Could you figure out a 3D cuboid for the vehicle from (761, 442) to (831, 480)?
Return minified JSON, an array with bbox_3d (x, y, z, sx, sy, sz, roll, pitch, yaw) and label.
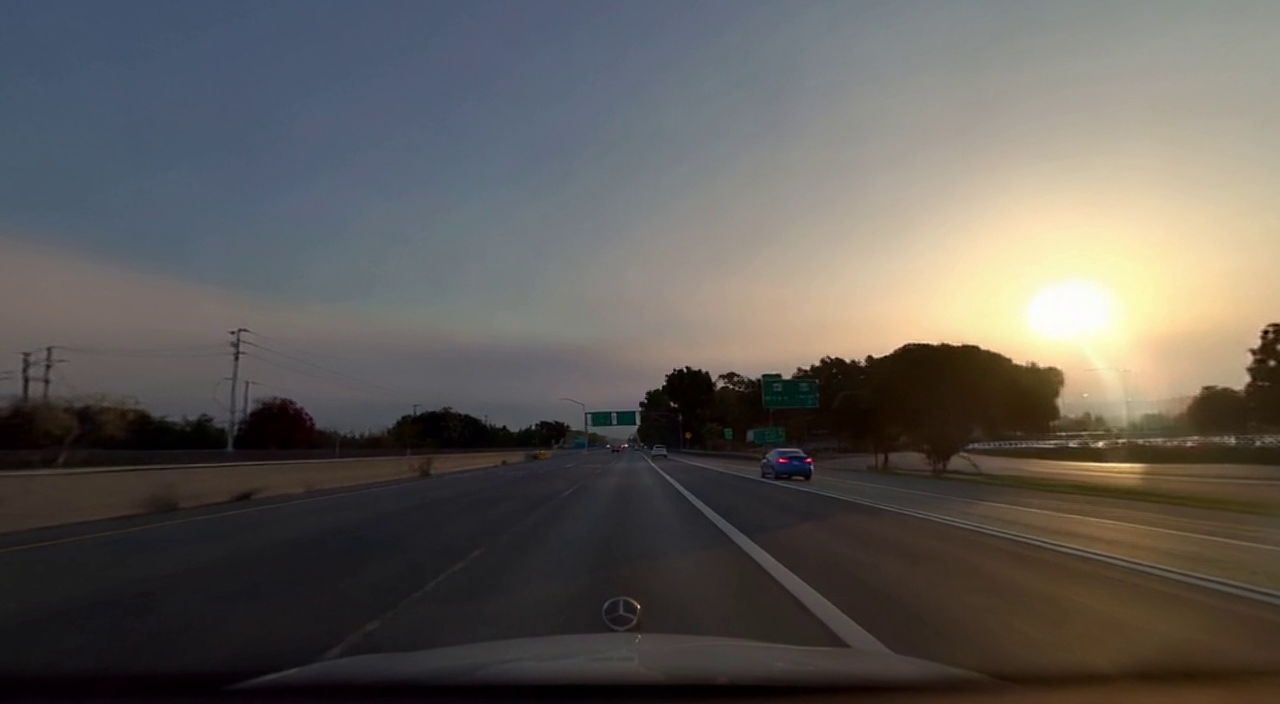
[{"bbox_3d":[6.801,4.769,28.025,1.958,1.498,4.447,0,-8,0],"label":"vehicle"}]
